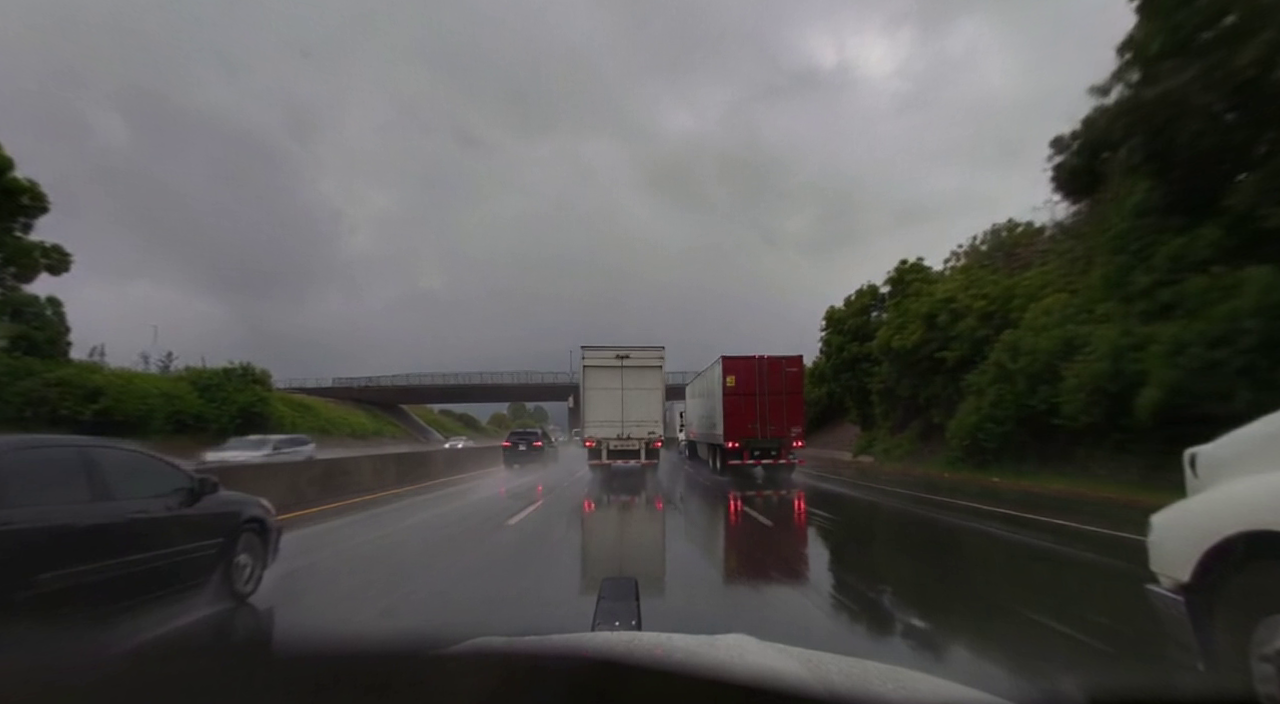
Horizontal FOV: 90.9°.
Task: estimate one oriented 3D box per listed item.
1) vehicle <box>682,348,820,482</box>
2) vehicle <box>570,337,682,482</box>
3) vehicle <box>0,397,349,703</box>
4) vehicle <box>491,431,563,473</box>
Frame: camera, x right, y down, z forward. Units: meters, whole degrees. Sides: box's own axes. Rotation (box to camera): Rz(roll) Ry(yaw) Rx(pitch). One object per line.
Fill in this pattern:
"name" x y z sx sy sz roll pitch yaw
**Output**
"vehicle" 3.616 2.576 24.109 2.817 3.886 11.491 0 -8 -2
"vehicle" -0.552 2.307 23.053 3.090 4.065 10.702 0 -8 -2
"vehicle" -3.505 0.998 3.139 1.894 1.460 4.662 0 -8 0
"vehicle" -4.230 3.789 24.128 2.049 1.483 3.786 0 -8 0
